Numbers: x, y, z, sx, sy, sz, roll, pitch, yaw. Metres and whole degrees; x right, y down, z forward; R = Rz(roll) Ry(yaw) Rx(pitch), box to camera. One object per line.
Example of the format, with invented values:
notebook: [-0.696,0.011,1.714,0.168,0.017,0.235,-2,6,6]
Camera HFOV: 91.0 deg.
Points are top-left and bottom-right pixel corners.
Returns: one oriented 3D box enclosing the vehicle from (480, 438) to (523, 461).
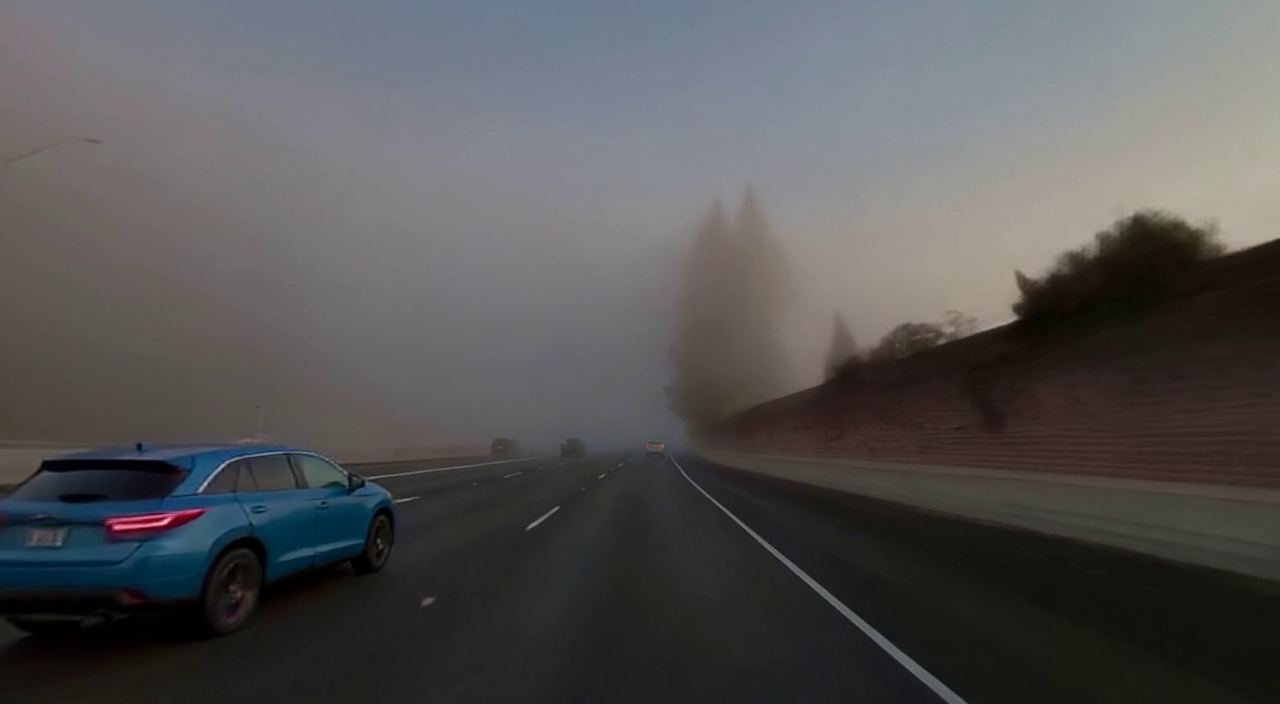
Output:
vehicle: [-10.366,7.341,47.496,2.025,1.618,4.683,0,-9,2]
